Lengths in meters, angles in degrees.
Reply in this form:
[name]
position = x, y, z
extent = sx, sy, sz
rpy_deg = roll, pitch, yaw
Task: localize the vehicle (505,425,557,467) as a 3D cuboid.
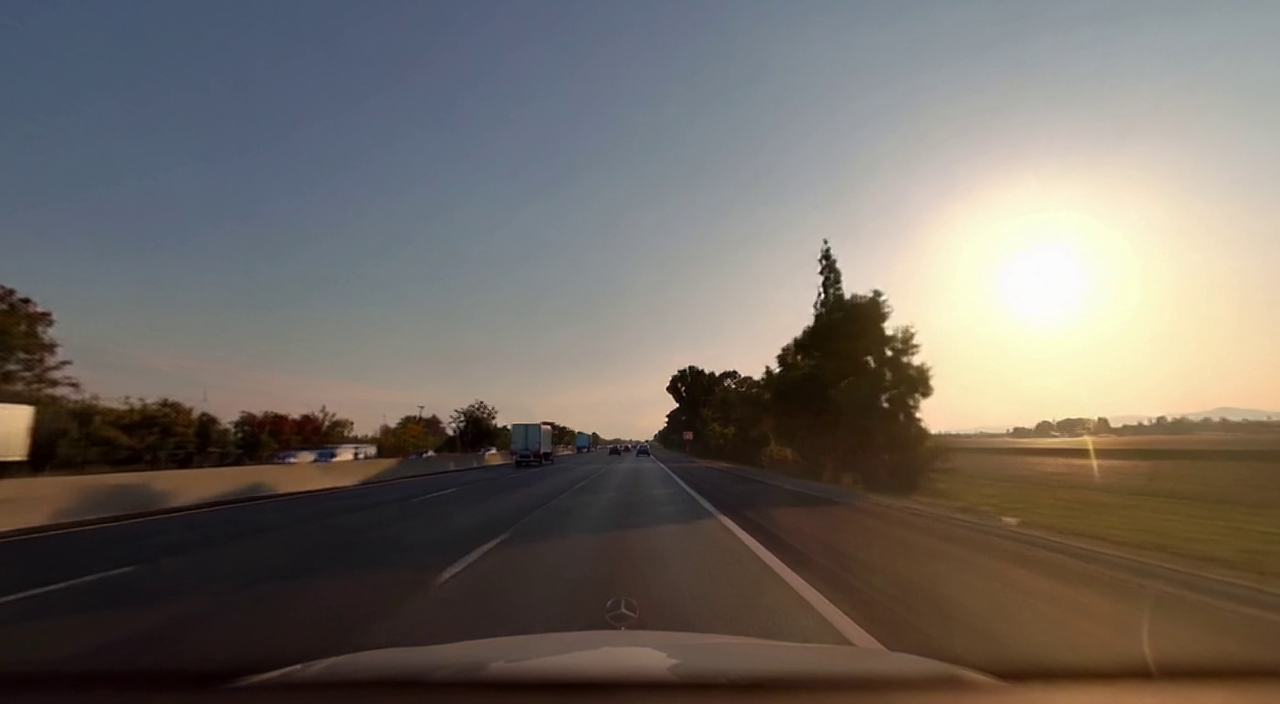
[vehicle]
position = -7.470, 6.542, 43.784
extent = 2.444, 2.685, 5.893
rpy_deg = 0, -9, 1
